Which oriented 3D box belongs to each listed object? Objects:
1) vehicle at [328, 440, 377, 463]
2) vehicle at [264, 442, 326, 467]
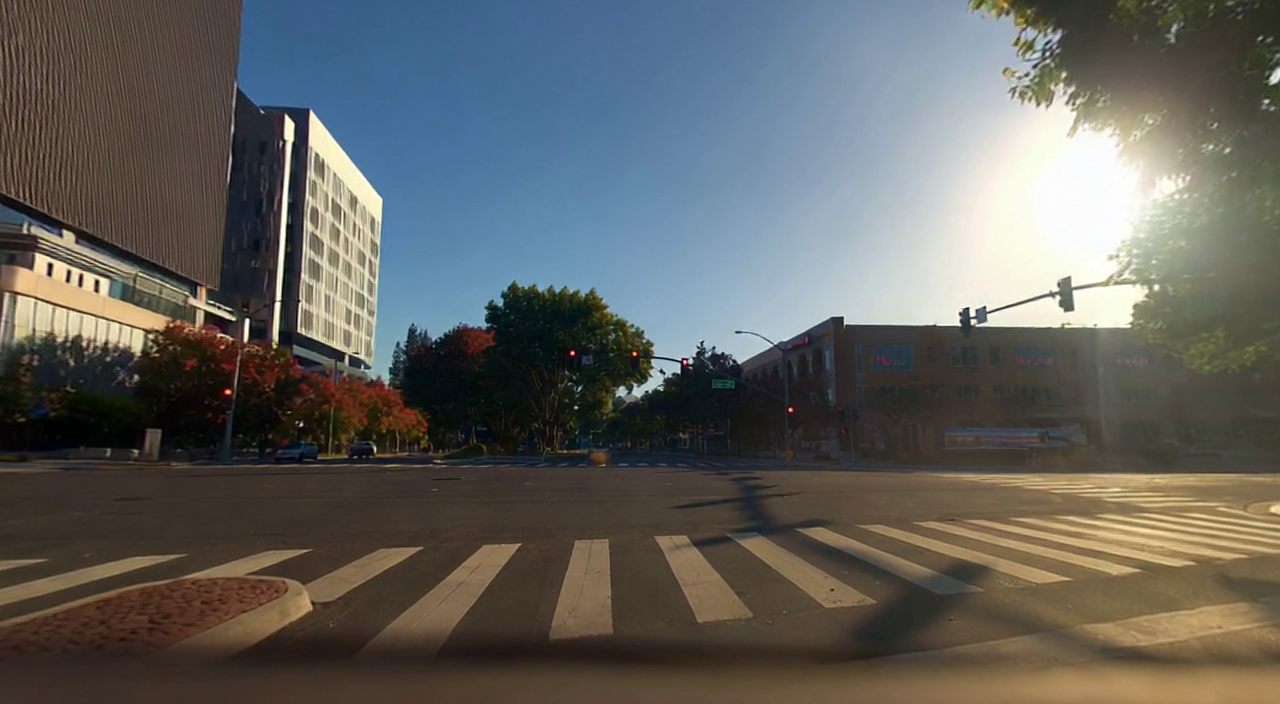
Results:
[{"bbox_3d":[-22.517,7.827,49.744,2.023,1.706,4.756,1,-8,-6],"label":"vehicle"},{"bbox_3d":[-21.841,6.477,40.162,2.005,1.496,4.020,1,-9,-6],"label":"vehicle"}]
